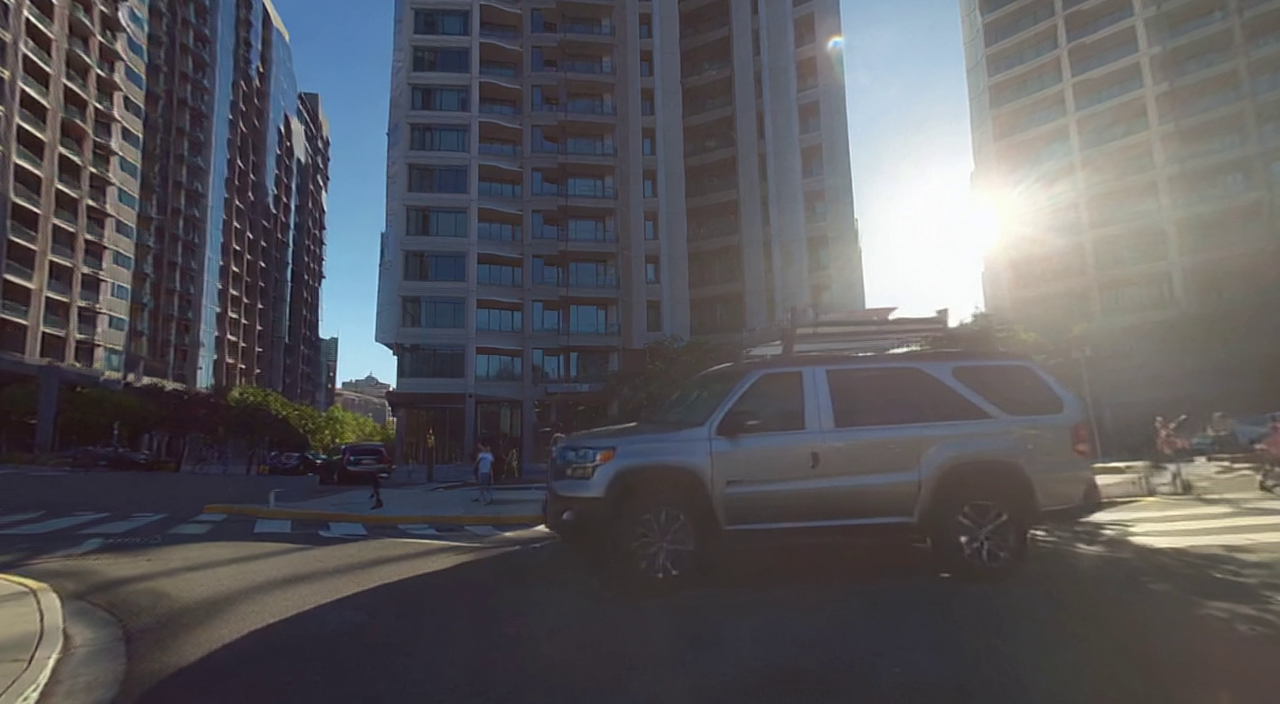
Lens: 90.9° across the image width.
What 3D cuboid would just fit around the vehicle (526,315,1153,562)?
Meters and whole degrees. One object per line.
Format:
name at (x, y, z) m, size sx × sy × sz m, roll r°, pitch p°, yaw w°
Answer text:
vehicle at (2.211, 1.153, 8.479) m, size 6.932 × 2.753 × 2.446 m, roll -1°, pitch -8°, yaw 3°

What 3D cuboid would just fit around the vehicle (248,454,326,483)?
vehicle at (-19.269, 6.364, 34.544) m, size 3.467 × 1.456 × 1.649 m, roll 4°, pitch -9°, yaw -23°

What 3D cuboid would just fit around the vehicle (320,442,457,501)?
vehicle at (-8.143, 3.885, 21.015) m, size 2.395 × 1.719 × 4.549 m, roll -1°, pitch -8°, yaw 5°

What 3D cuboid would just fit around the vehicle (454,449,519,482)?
vehicle at (-7.624, 5.681, 31.716) m, size 2.164 × 1.494 × 4.235 m, roll 0°, pitch -8°, yaw 1°
